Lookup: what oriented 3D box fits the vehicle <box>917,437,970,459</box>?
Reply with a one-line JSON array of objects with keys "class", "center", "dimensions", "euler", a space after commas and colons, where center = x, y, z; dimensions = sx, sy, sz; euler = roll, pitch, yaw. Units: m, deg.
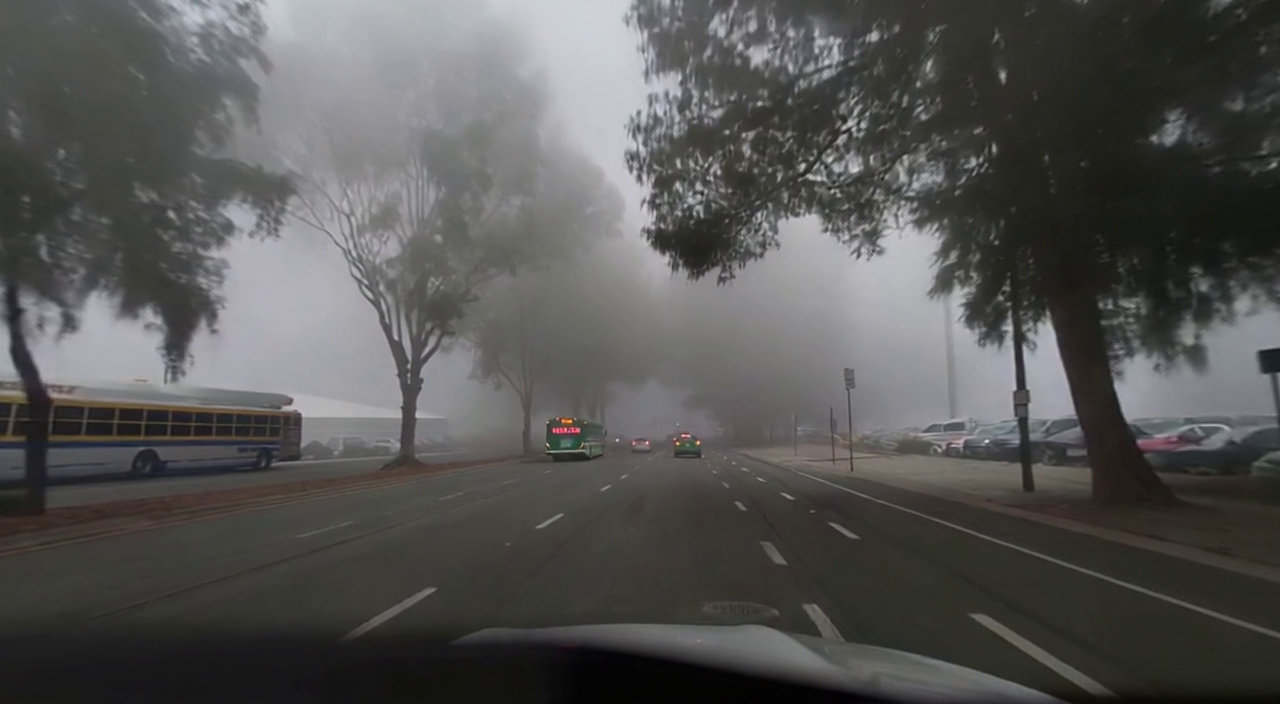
[{"class": "vehicle", "center": [21.620, 6.887, 45.202], "dimensions": [1.849, 1.466, 4.831], "euler": [-1, -9, 6]}]

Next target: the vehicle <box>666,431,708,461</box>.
[{"class": "vehicle", "center": [2.524, 5.089, 33.988], "dimensions": [2.123, 1.498, 4.226], "euler": [-1, -9, 4]}]

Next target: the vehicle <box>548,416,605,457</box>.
[{"class": "vehicle", "center": [-4.114, 5.707, 42.146], "dimensions": [2.485, 2.556, 6.363], "euler": [-1, -9, 6]}]
